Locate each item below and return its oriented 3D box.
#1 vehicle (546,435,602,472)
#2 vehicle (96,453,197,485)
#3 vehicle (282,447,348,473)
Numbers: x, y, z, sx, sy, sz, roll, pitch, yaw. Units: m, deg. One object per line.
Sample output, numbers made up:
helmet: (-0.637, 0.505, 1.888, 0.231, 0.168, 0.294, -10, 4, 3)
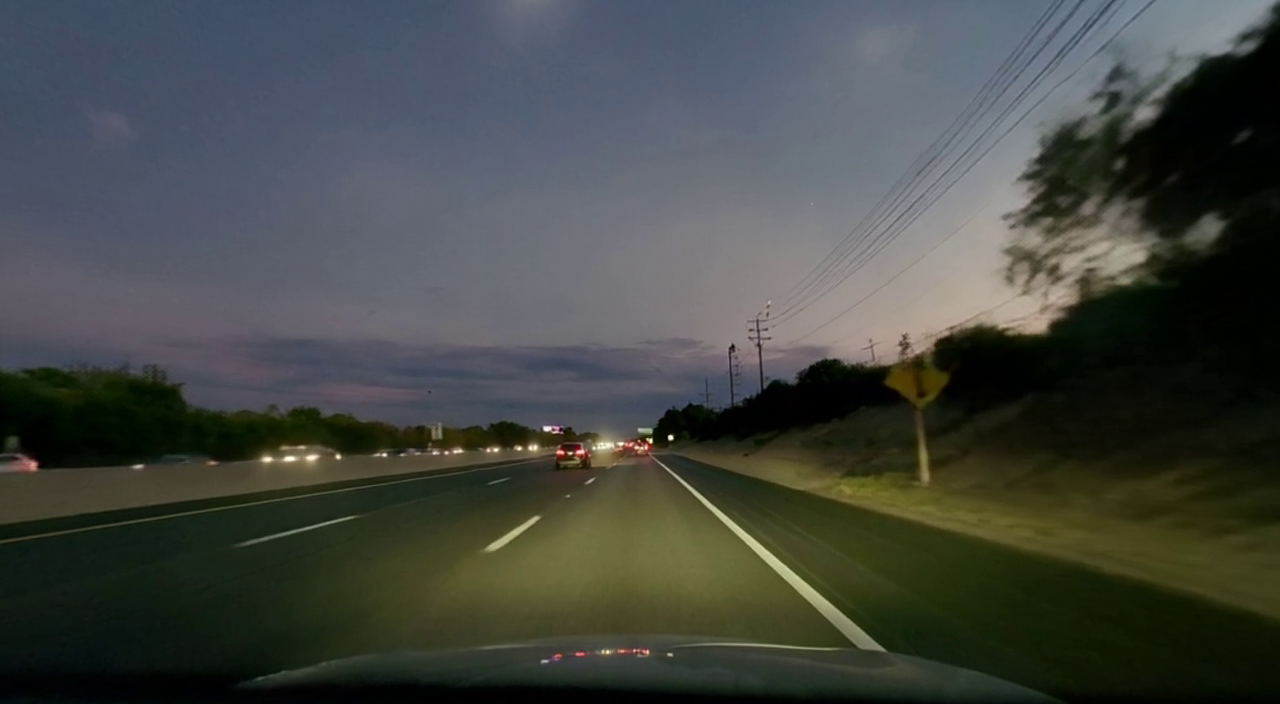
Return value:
vehicle: (-3.702, 5.810, 36.297, 2.577, 1.939, 5.408, 0, -9, 1)
vehicle: (-28.370, 6.700, 36.434, 1.971, 1.648, 4.712, 0, -9, 0)
vehicle: (-24.370, 8.105, 47.531, 2.001, 1.787, 5.480, 0, -9, 0)
